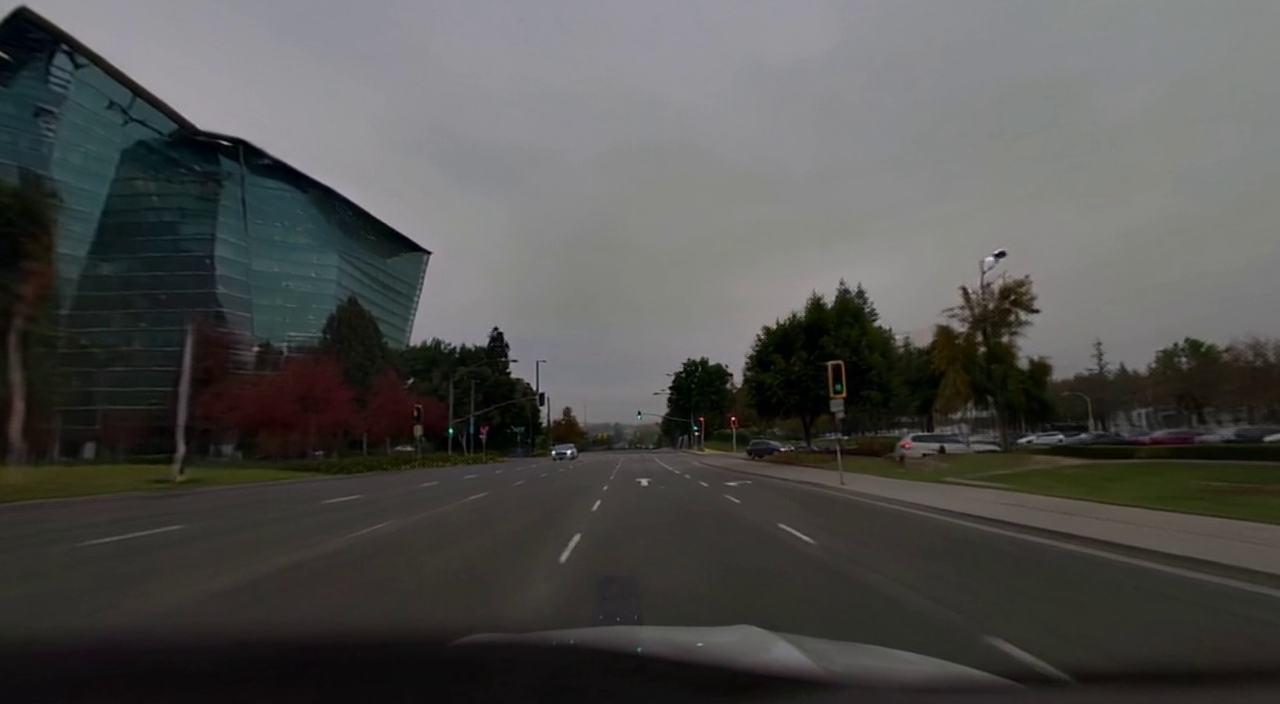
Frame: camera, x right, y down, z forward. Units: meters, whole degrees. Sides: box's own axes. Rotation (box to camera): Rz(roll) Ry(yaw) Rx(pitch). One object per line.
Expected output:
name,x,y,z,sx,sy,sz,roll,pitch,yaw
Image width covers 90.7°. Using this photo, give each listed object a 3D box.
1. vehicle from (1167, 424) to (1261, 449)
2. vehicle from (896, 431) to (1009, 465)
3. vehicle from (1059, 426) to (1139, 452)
vehicle,35.692,5.316,39.505,1.828,1.452,4.242,0,-9,-2
vehicle,13.549,4.185,27.559,3.991,1.437,1.679,0,-9,-1
vehicle,28.042,5.361,38.835,1.805,1.466,4.236,0,-9,1
